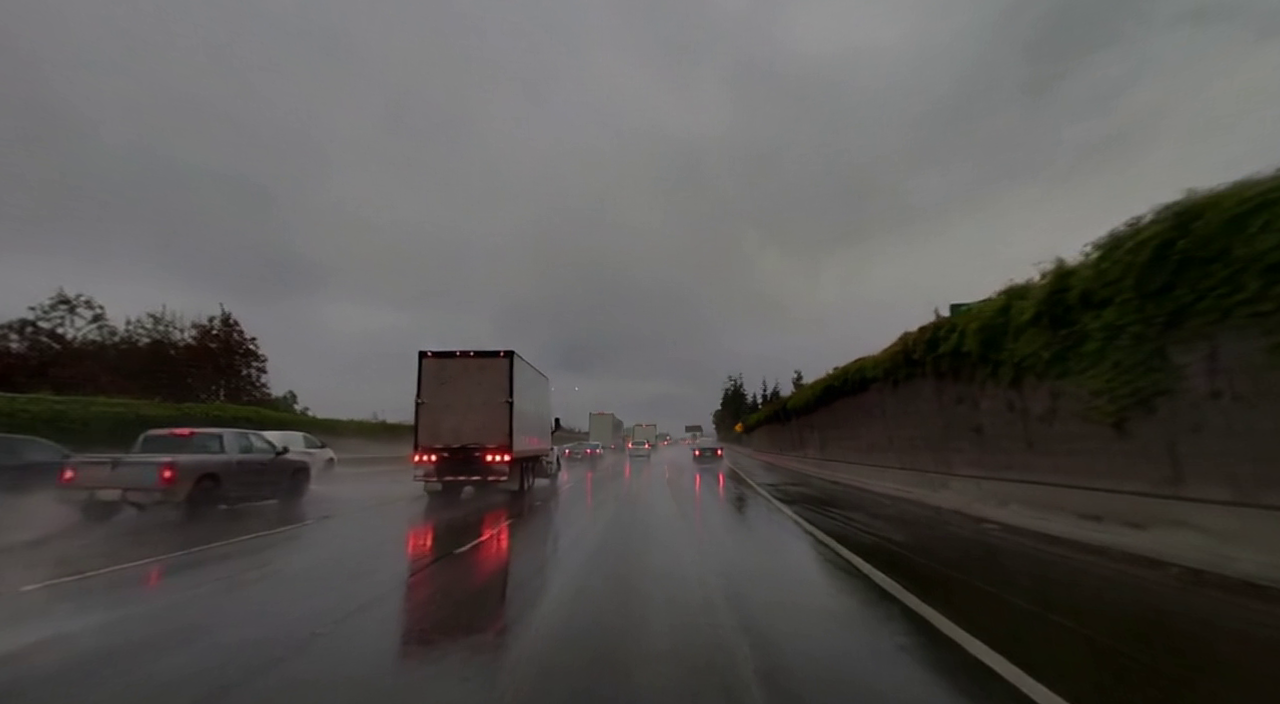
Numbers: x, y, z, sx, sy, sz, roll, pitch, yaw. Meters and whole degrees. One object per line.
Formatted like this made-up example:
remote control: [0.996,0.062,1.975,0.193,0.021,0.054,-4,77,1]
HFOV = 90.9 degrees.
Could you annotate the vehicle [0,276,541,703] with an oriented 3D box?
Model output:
vehicle: [-3.957,1.512,7.835,3.050,1.964,15.030,0,-8,0]

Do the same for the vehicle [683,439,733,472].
vehicle: [3.166,4.934,30.258,2.176,1.493,3.955,-1,-8,3]
